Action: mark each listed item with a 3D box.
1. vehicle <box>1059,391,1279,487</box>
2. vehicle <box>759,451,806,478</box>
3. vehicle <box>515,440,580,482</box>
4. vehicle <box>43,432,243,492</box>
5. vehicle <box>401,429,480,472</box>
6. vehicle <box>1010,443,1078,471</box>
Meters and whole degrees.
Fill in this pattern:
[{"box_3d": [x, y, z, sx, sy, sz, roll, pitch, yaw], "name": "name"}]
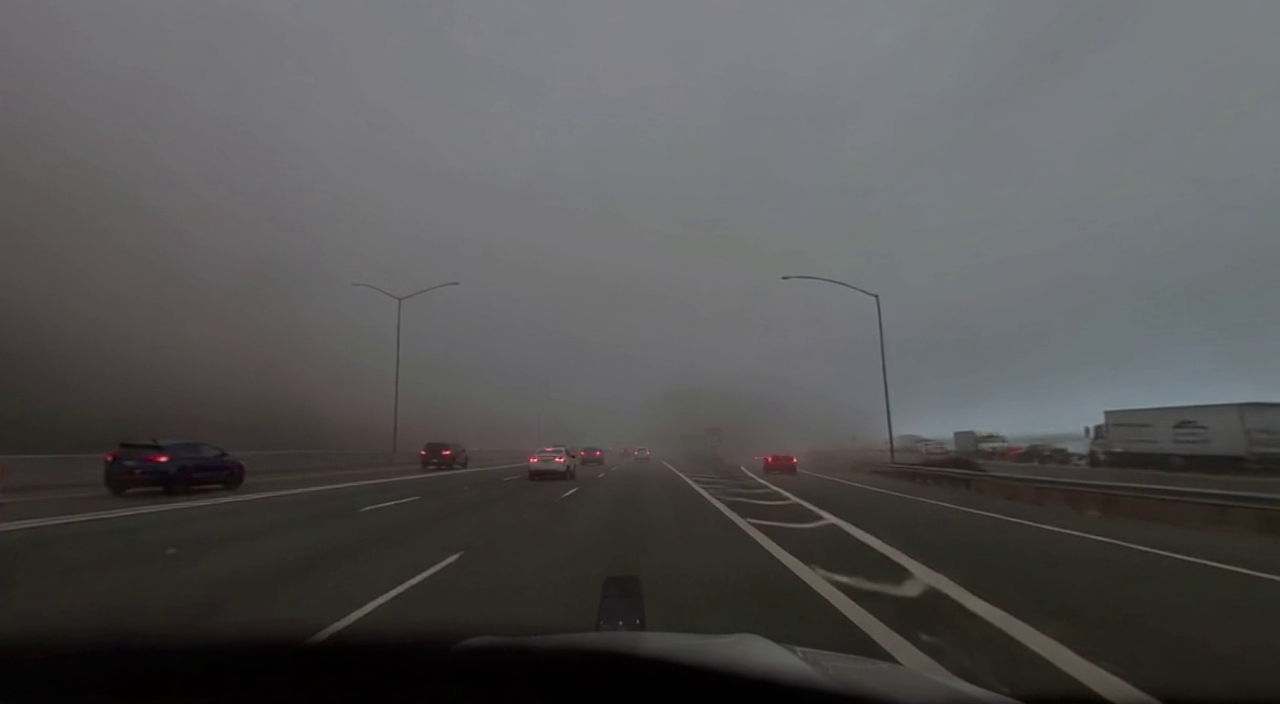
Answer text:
[{"box_3d": [25.475, 4.154, 29.745, 4.211, 3.637, 11.169, 0, -8, 3], "name": "vehicle"}, {"box_3d": [8.796, 6.953, 39.221, 2.153, 1.510, 4.646, 0, -9, 4], "name": "vehicle"}, {"box_3d": [-4.039, 4.866, 28.334, 2.132, 1.708, 4.571, 0, -9, 2], "name": "vehicle"}, {"box_3d": [-14.647, 3.264, 19.026, 2.050, 1.537, 4.768, 0, -9, 2], "name": "vehicle"}, {"box_3d": [-10.975, 5.478, 35.207, 2.442, 2.191, 5.760, 0, -9, 1], "name": "vehicle"}, {"box_3d": [26.209, 6.799, 41.026, 1.914, 1.667, 4.648, -1, -9, 9], "name": "vehicle"}]
